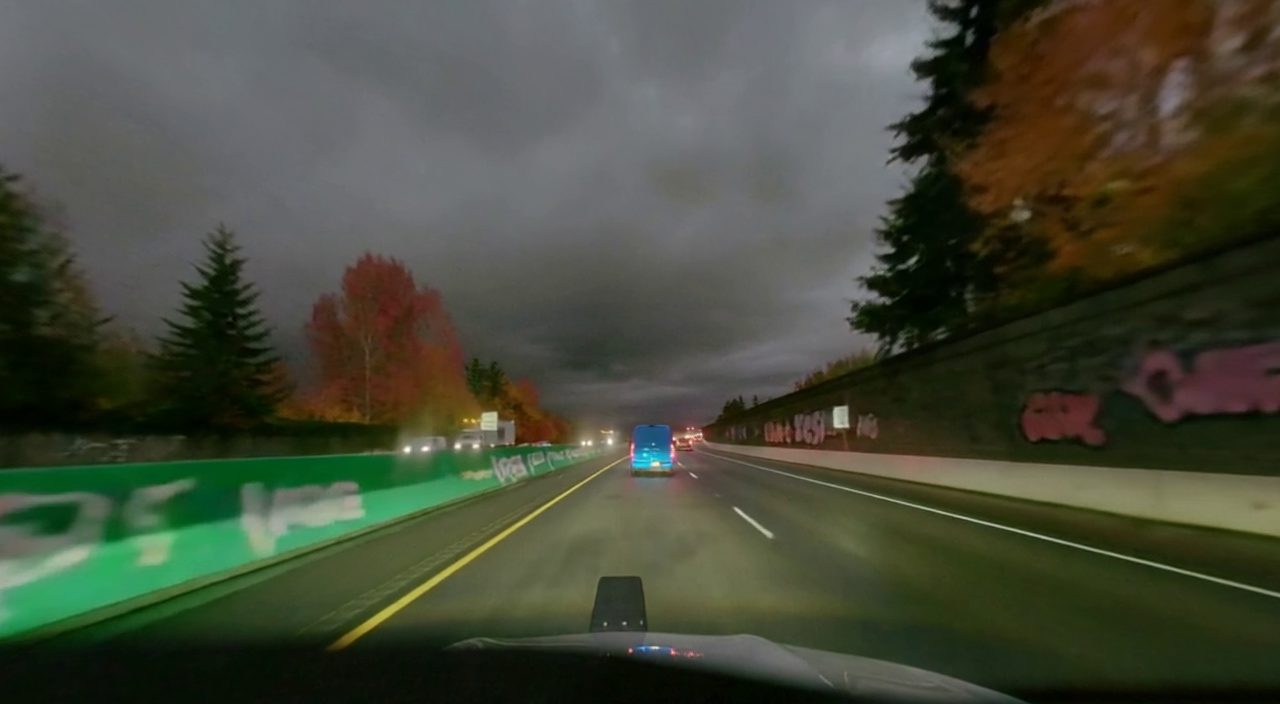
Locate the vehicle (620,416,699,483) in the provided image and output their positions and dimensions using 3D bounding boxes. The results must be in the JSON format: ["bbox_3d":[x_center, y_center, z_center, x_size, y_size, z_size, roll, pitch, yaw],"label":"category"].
[{"bbox_3d":[0.585,3.176,20.657,2.283,1.956,4.421,0,-8,0],"label":"vehicle"}]

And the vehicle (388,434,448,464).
[{"bbox_3d":[-15.140,6.622,43.136,2.108,1.923,4.958,0,-8,2],"label":"vehicle"}]
